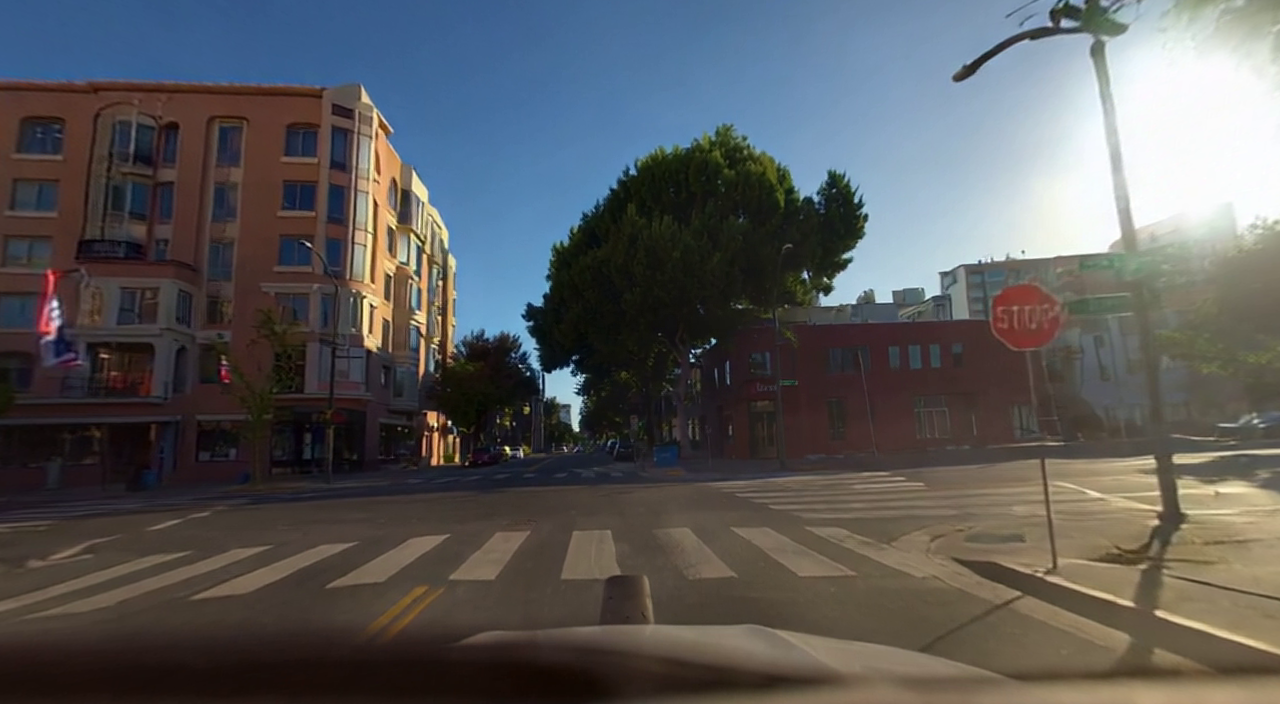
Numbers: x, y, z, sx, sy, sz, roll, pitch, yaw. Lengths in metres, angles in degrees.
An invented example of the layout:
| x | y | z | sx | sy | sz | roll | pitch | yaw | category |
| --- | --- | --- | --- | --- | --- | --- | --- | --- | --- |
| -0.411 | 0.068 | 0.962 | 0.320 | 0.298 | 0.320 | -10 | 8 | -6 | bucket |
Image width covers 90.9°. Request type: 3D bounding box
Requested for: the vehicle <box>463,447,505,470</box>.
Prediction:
| x | y | z | sx | sy | sz | roll | pitch | yaw | category |
| --- | --- | --- | --- | --- | --- | --- | --- | --- | --- |
| -10.750 | 7.346 | 43.830 | 2.033 | 1.491 | 4.298 | 0 | -8 | -3 | vehicle |
